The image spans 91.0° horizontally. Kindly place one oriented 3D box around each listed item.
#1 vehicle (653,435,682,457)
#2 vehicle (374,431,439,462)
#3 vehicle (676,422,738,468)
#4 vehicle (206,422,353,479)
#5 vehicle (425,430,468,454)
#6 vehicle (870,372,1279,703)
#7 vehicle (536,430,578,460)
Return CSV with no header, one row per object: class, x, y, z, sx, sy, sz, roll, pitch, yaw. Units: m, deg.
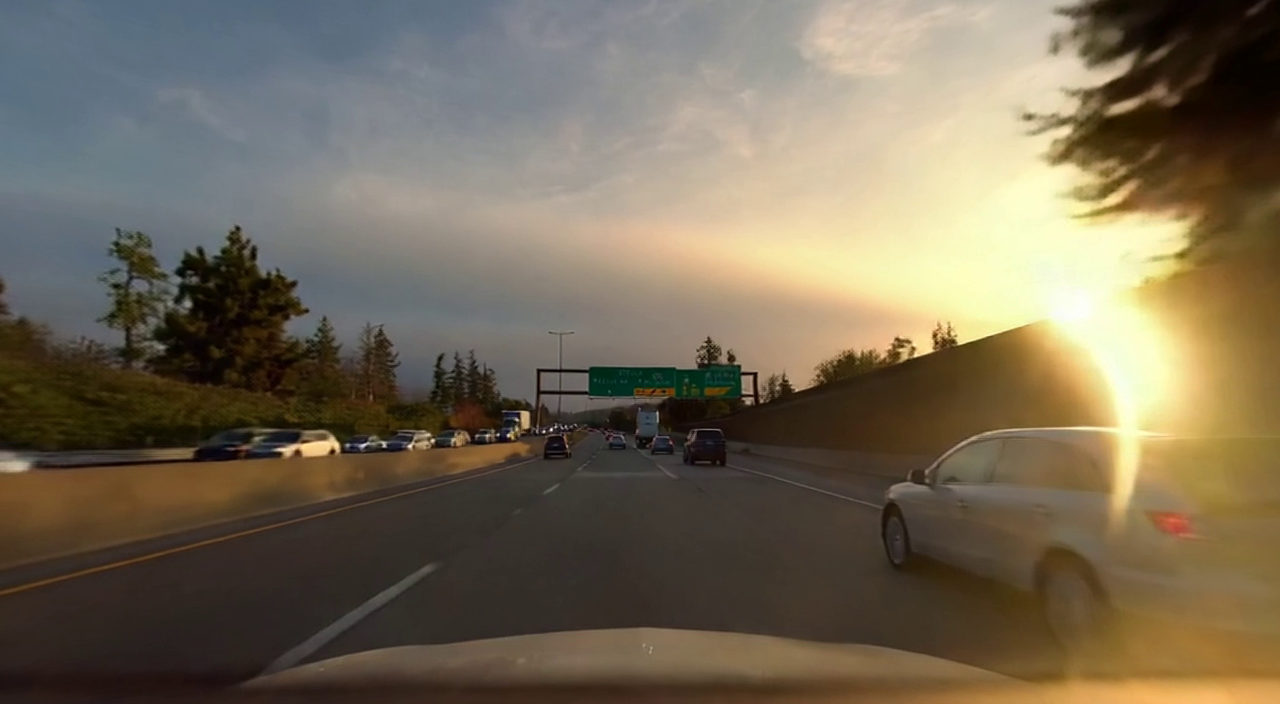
vehicle,1.916,6.671,44.717,1.844,1.462,3.736,0,-8,-1
vehicle,-11.484,4.661,31.205,1.727,1.433,3.940,0,-8,-1
vehicle,3.064,4.398,29.915,2.207,1.937,5.610,0,-8,-1
vehicle,-10.849,3.000,19.366,1.948,1.538,4.322,0,-8,0
vehicle,-11.836,5.544,38.714,1.610,1.420,3.445,0,-8,-1
vehicle,3.528,1.111,4.408,2.127,1.497,4.445,0,-8,0
vehicle,-4.966,5.654,38.233,2.058,1.689,4.315,0,-8,-1
